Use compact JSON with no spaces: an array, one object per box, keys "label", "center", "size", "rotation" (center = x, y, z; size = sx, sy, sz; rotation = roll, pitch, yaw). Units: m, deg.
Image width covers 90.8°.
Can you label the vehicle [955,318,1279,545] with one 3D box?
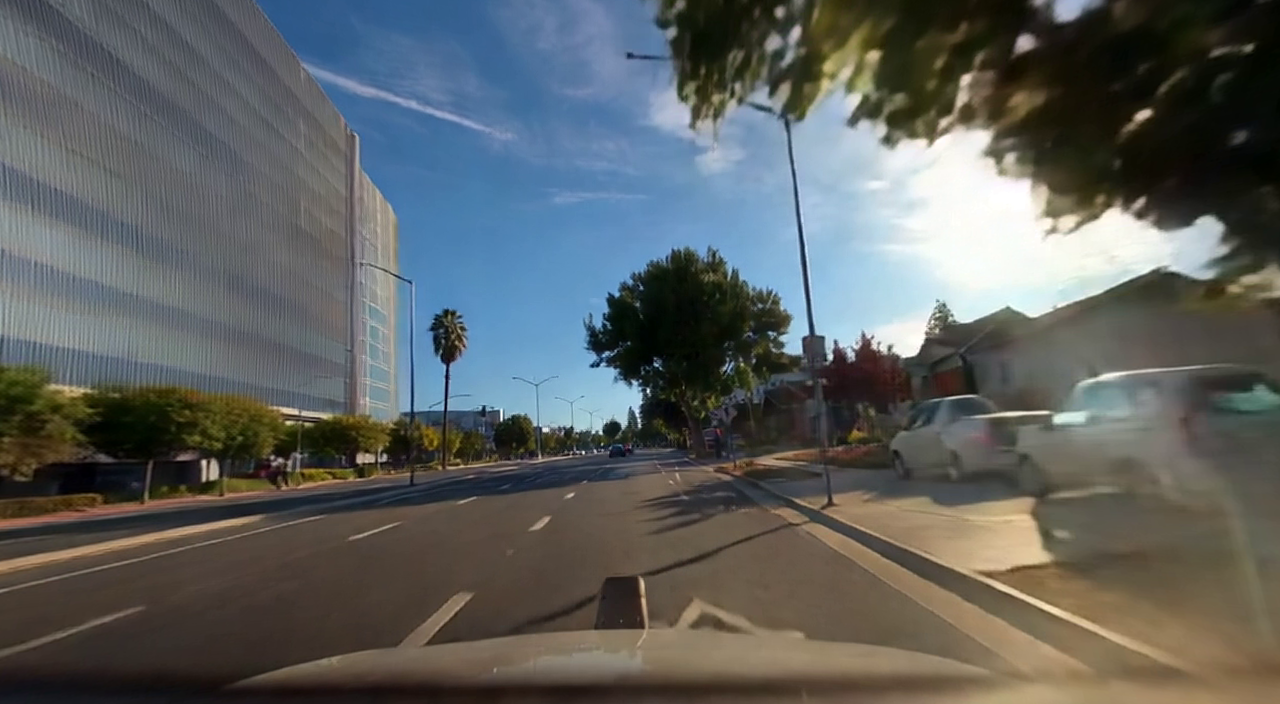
[{"label":"vehicle","center":[6.496,0.965,7.940],"size":[2.160,1.944,5.086],"rotation":[-6,-9,-2]}]
